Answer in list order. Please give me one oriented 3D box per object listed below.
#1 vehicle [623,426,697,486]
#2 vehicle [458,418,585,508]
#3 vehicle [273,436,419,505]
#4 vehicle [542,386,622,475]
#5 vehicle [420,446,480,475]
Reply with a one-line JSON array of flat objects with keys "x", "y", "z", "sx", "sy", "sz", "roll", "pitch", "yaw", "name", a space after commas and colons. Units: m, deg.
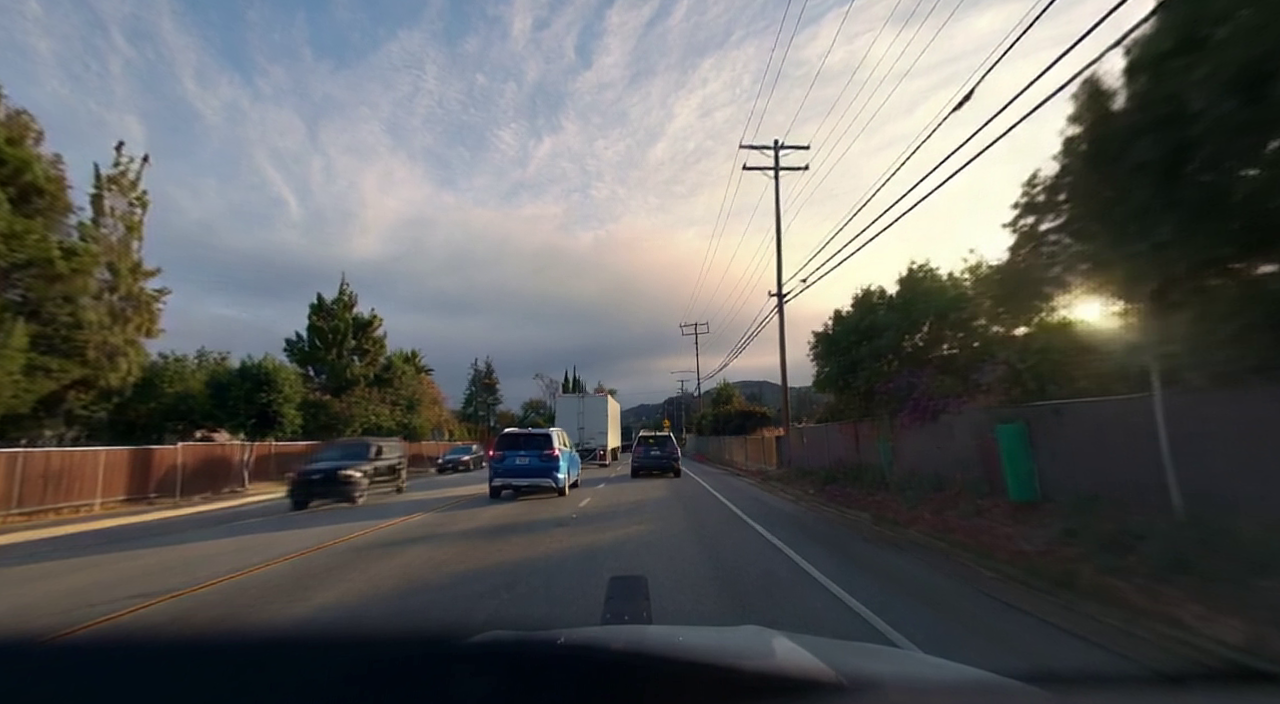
[{"x": 0.627, "y": 3.372, "z": 20.641, "sx": 2.174, "sy": 1.749, "sz": 4.113, "roll": 0, "pitch": -8, "yaw": 1, "name": "vehicle"}, {"x": -2.643, "y": 2.630, "z": 15.308, "sx": 2.093, "sy": 1.832, "sz": 4.508, "roll": 0, "pitch": -8, "yaw": 2, "name": "vehicle"}, {"x": -8.358, "y": 3.390, "z": 18.514, "sx": 2.020, "sy": 1.741, "sz": 4.602, "roll": 0, "pitch": -8, "yaw": 1, "name": "vehicle"}, {"x": -2.548, "y": 4.038, "z": 31.627, "sx": 2.928, "sy": 3.658, "sz": 10.953, "roll": 0, "pitch": -8, "yaw": 0, "name": "vehicle"}, {"x": -11.242, "y": 6.423, "z": 37.659, "sx": 2.077, "sy": 1.638, "sz": 4.584, "roll": 0, "pitch": -8, "yaw": 1, "name": "vehicle"}]
